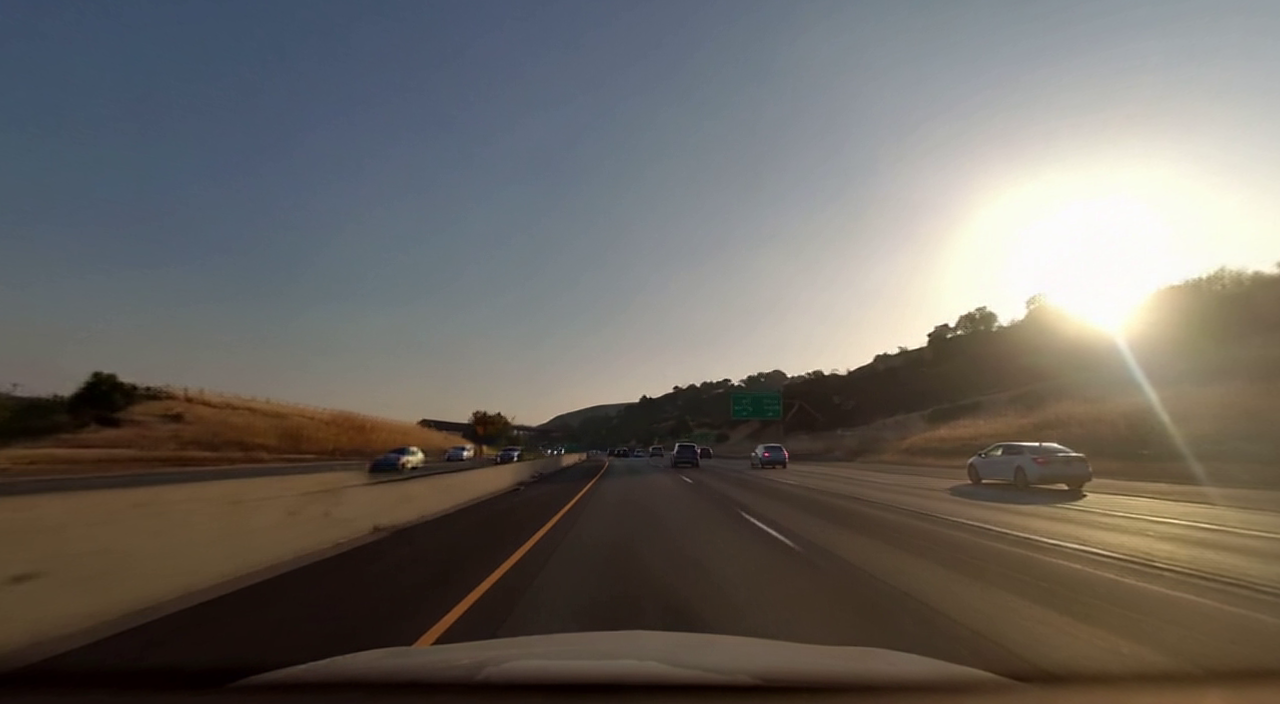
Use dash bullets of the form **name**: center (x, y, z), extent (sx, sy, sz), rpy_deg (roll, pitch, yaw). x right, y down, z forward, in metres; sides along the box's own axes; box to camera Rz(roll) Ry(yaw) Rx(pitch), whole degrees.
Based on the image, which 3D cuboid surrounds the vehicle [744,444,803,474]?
- **vehicle**: center (6.820, 5.507, 32.737), extent (1.952, 1.442, 4.259), rpy_deg (0, -9, -2)

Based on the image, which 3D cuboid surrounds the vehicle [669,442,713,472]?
- **vehicle**: center (2.829, 5.934, 35.945), extent (1.977, 1.601, 4.598), rpy_deg (0, -9, -2)

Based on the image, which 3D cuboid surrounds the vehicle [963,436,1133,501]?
- **vehicle**: center (10.957, 3.128, 17.382), extent (1.844, 1.560, 4.085), rpy_deg (0, -9, -1)

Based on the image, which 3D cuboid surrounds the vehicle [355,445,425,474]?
- **vehicle**: center (-14.509, 6.223, 37.009), extent (2.113, 1.491, 5.013), rpy_deg (0, -8, -1)
